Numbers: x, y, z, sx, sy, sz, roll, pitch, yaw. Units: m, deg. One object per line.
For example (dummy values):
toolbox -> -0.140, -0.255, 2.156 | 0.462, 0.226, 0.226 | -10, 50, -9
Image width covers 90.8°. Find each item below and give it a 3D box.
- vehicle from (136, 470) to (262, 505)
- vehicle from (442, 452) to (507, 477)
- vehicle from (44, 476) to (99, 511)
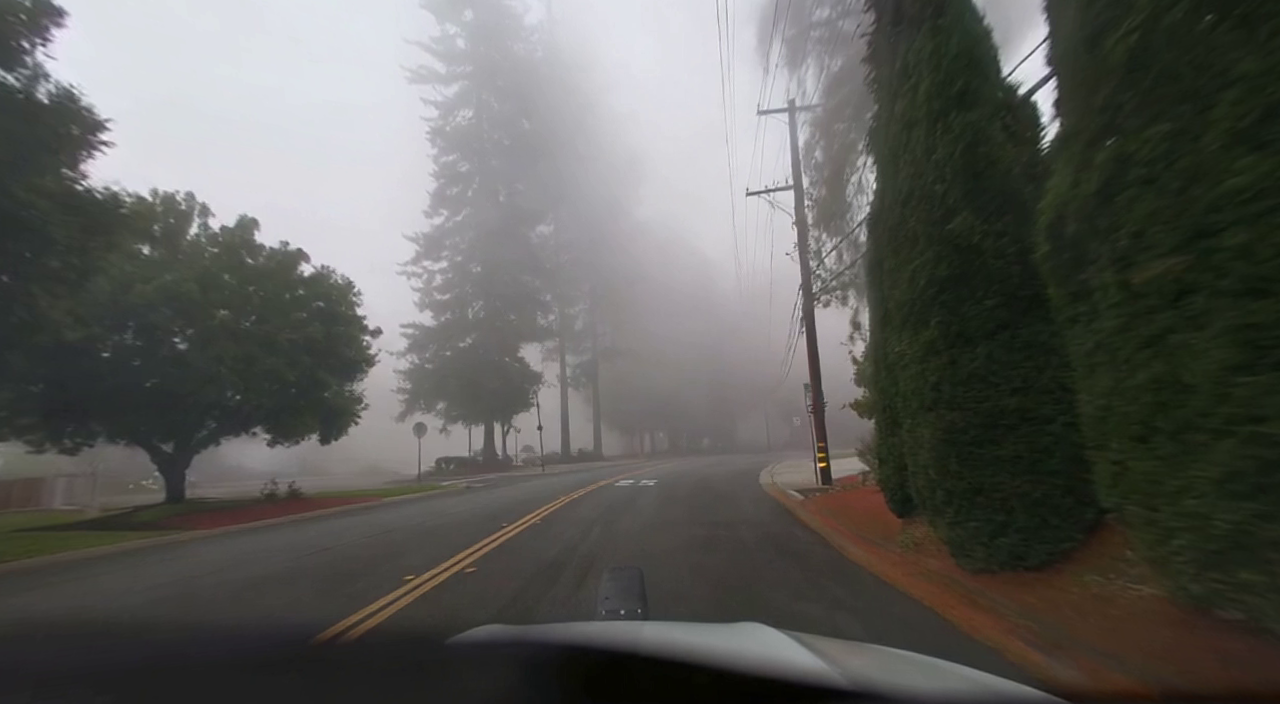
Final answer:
vehicle -> -22.225, 6.830, 32.100 | 4.943, 1.493, 2.036 | 4, -9, -28
vehicle -> -12.779, 8.644, 48.576 | 4.675, 1.442, 1.906 | -2, -8, -19
vehicle -> -30.495, 7.519, 33.840 | 1.849, 1.484, 4.693 | 8, -12, -43
